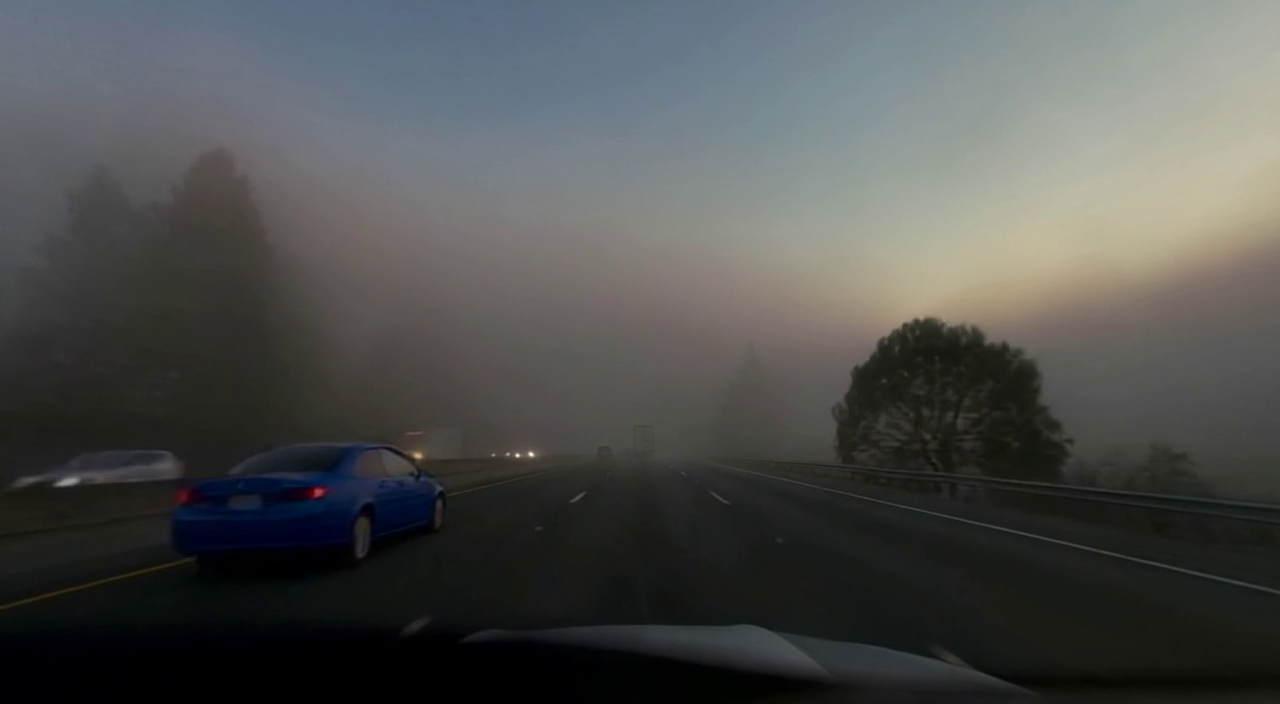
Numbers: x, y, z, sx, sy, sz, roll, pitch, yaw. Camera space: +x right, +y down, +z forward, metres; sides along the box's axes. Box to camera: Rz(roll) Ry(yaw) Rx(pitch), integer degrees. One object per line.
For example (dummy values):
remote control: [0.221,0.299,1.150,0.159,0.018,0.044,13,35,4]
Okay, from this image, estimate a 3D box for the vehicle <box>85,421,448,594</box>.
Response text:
vehicle: [-3.994,1.718,7.722,2.018,1.548,3.849,-1,-9,1]

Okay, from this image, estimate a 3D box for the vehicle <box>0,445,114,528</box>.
vehicle: [-12.407,2.462,11.537,1.729,1.480,4.428,-1,-9,0]
